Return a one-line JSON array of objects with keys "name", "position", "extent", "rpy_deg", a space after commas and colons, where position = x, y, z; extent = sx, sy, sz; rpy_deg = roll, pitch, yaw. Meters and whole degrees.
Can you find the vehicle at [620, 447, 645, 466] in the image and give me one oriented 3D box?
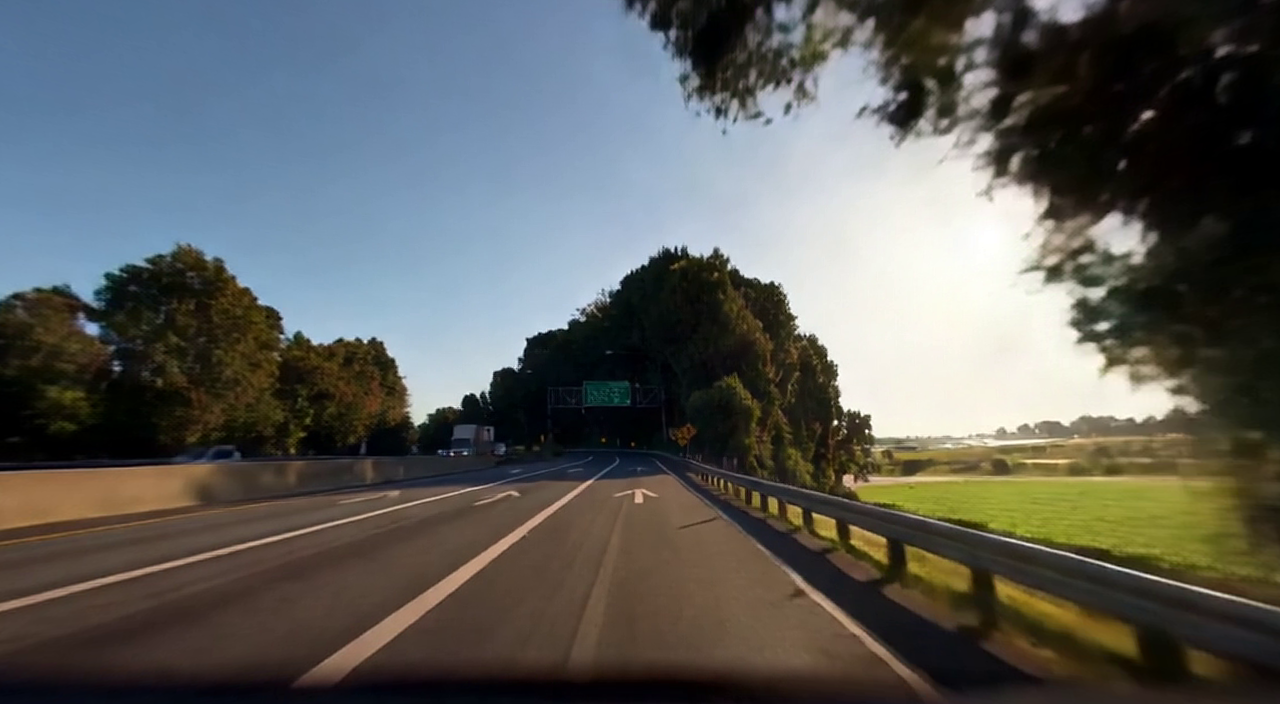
[{"name": "vehicle", "position": [-0.591, 8.044, 48.564], "extent": [1.807, 1.427, 3.645], "rpy_deg": [0, -9, -1]}]
